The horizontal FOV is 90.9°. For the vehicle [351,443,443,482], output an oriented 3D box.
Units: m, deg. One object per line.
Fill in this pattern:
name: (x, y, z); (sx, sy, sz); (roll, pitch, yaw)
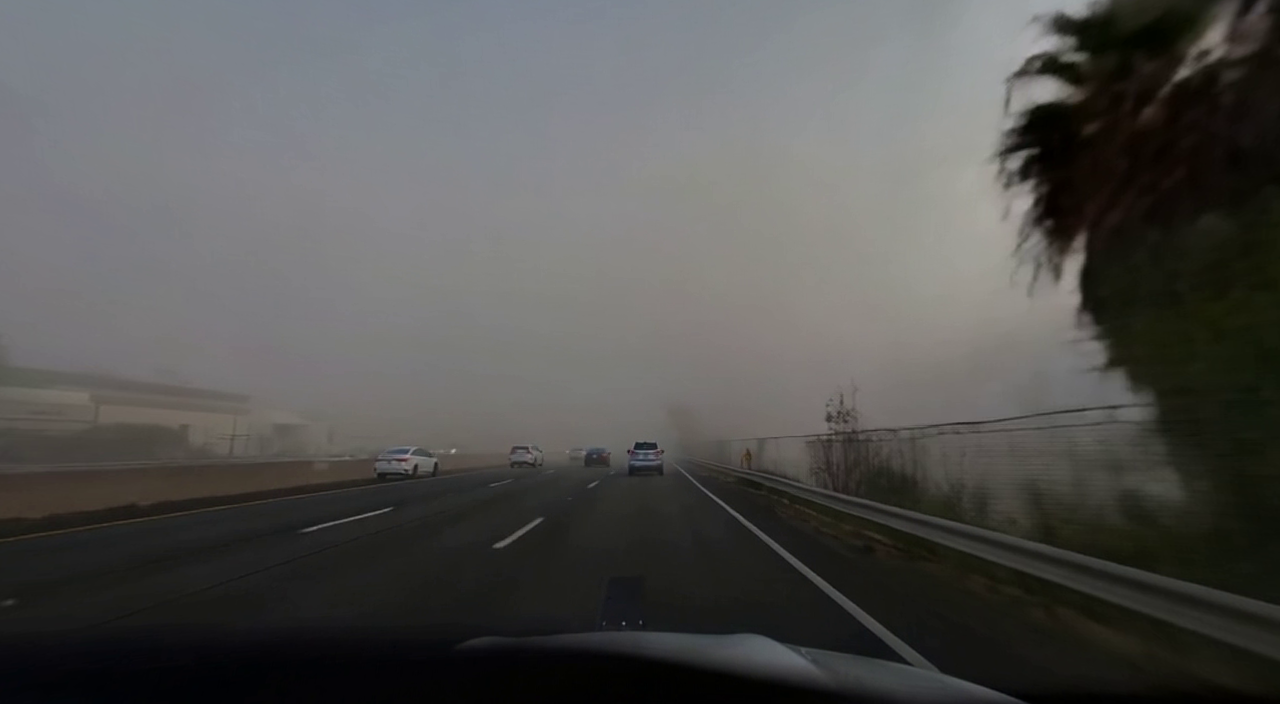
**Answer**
vehicle: (-10.412, 4.754, 27.501); (1.910, 1.501, 5.004); (-1, -8, 2)

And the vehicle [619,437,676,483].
vehicle: (0.294, 4.289, 25.448); (2.136, 1.678, 4.052); (0, -8, 1)

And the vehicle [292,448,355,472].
vehicle: (-21.187, 7.230, 42.437); (1.849, 1.470, 4.302); (-1, -8, 2)

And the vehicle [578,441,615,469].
vehicle: (-2.974, 7.106, 43.878); (2.108, 1.832, 4.549); (-1, -8, 2)

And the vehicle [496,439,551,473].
vehicle: (-6.502, 5.868, 35.870); (2.105, 1.790, 4.689); (0, -8, 2)
